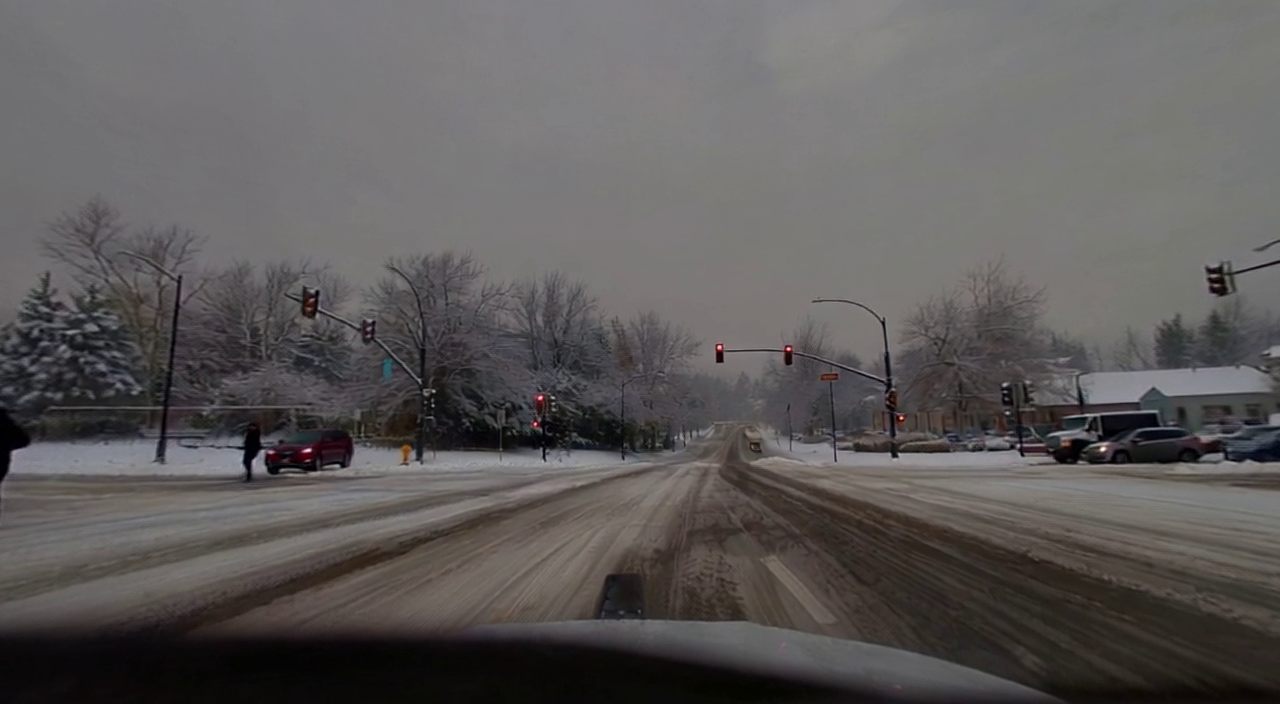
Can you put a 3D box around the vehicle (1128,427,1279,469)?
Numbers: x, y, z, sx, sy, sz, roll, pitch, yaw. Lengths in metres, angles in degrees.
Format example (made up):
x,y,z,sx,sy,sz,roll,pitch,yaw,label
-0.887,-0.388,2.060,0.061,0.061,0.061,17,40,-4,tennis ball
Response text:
x,y,z,sx,sy,sz,roll,pitch,yaw,label
21.366,3.567,23.485,4.740,1.464,1.876,-1,-9,3,vehicle

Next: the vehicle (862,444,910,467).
x,y,z,sx,sy,sz,roll,pitch,yaw,label
17.557,7.379,45.282,1.789,1.557,4.293,0,-9,1,vehicle

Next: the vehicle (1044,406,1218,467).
x,y,z,sx,sy,sz,roll,pitch,yaw,label
22.994,4.014,29.858,5.855,2.746,2.523,-1,-9,4,vehicle

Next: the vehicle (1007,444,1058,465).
x,y,z,sx,sy,sz,roll,pitch,yaw,label
27.722,7.266,44.755,1.589,1.405,3.633,-1,-9,6,vehicle
